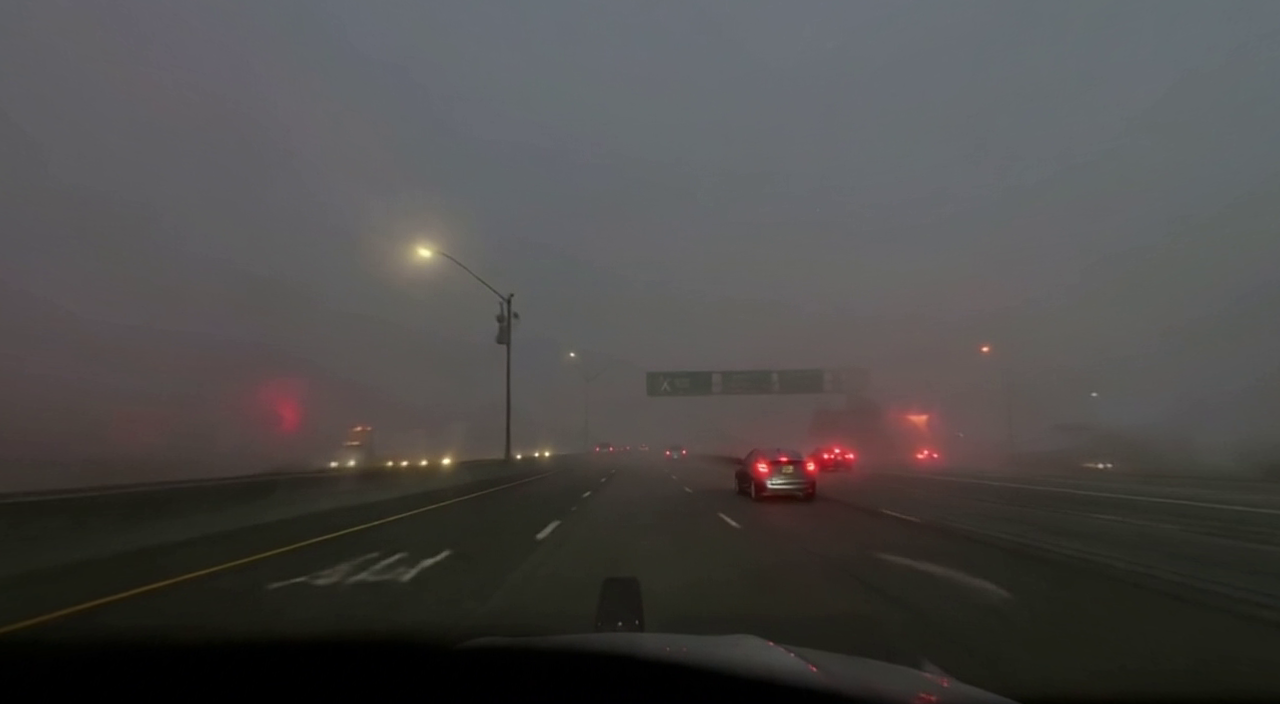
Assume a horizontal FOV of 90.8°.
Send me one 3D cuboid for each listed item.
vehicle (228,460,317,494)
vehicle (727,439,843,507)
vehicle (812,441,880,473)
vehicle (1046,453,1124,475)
[{"bbox_3d":[-17.960,6.104,31.131,1.774,1.448,4.340,0,-9,0],"label":"vehicle"},{"bbox_3d":[3.572,3.057,16.403,1.961,1.504,4.094,0,-9,-1],"label":"vehicle"},{"bbox_3d":[10.754,5.505,33.297,2.019,1.529,4.385,0,-9,-1],"label":"vehicle"},{"bbox_3d":[34.184,8.602,48.682,1.968,1.610,4.771,2,-9,-12],"label":"vehicle"}]
